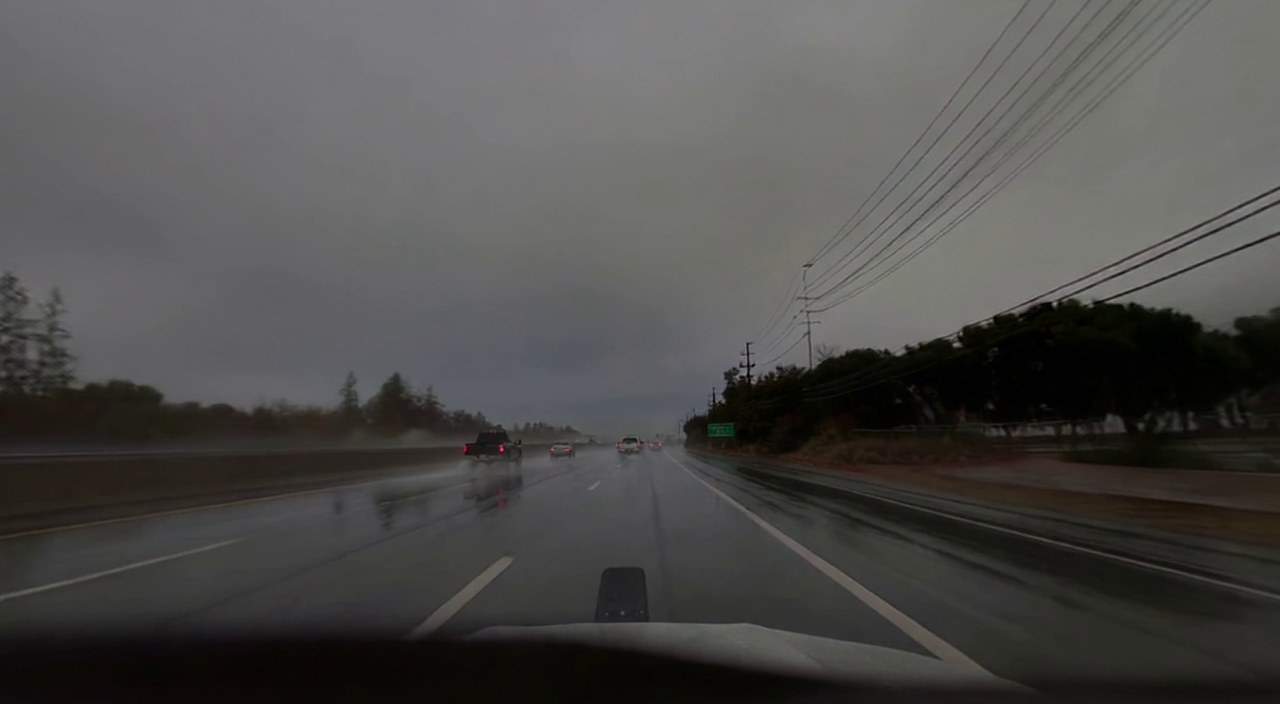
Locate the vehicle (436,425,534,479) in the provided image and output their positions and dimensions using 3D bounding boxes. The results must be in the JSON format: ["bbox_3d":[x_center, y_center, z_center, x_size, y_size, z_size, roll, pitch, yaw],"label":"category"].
[{"bbox_3d":[-6.293,4.186,26.645,2.460,1.992,6.474,0,-8,1],"label":"vehicle"}]

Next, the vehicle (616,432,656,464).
[{"bbox_3d":[-0.206,6.471,42.700,2.448,2.025,5.193,-1,-8,2],"label":"vehicle"}]
